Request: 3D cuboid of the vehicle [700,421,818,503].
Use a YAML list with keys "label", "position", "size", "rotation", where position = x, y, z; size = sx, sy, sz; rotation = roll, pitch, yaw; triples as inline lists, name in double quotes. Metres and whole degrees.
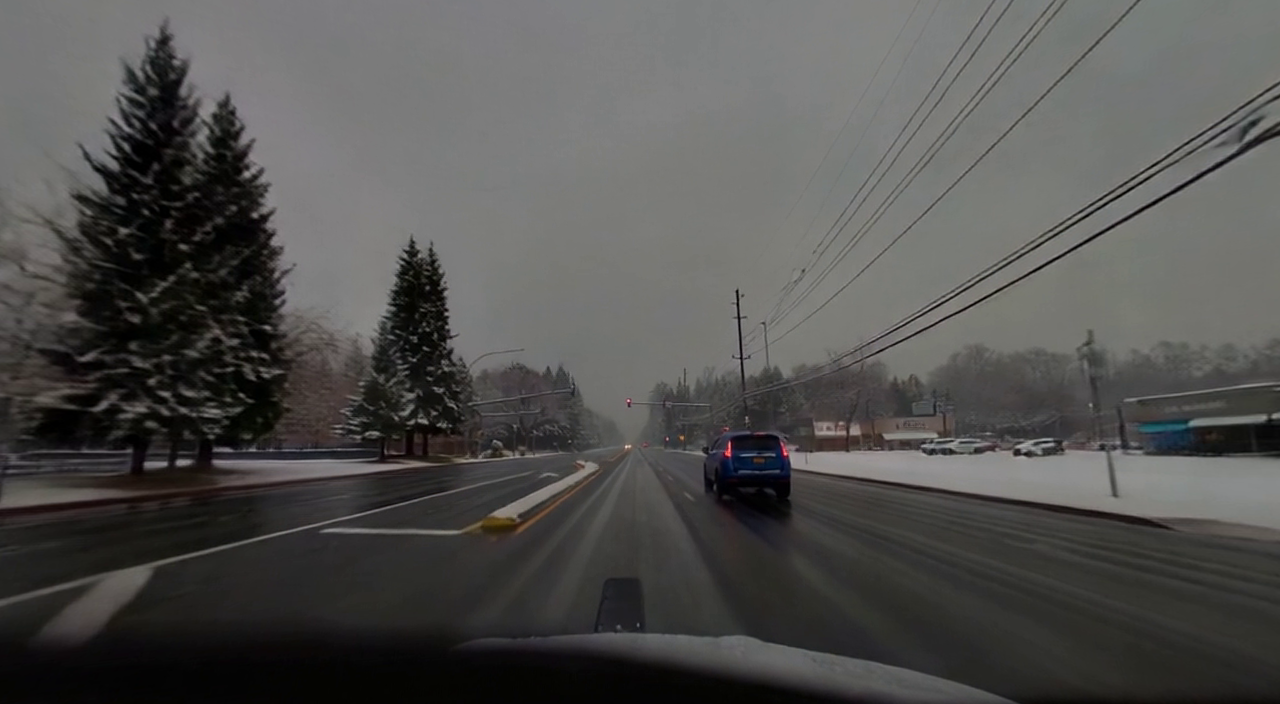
- label: "vehicle"
  position: [2.907, 2.820, 16.596]
  size: [2.060, 1.820, 4.713]
  rotation: [0, -9, -2]
